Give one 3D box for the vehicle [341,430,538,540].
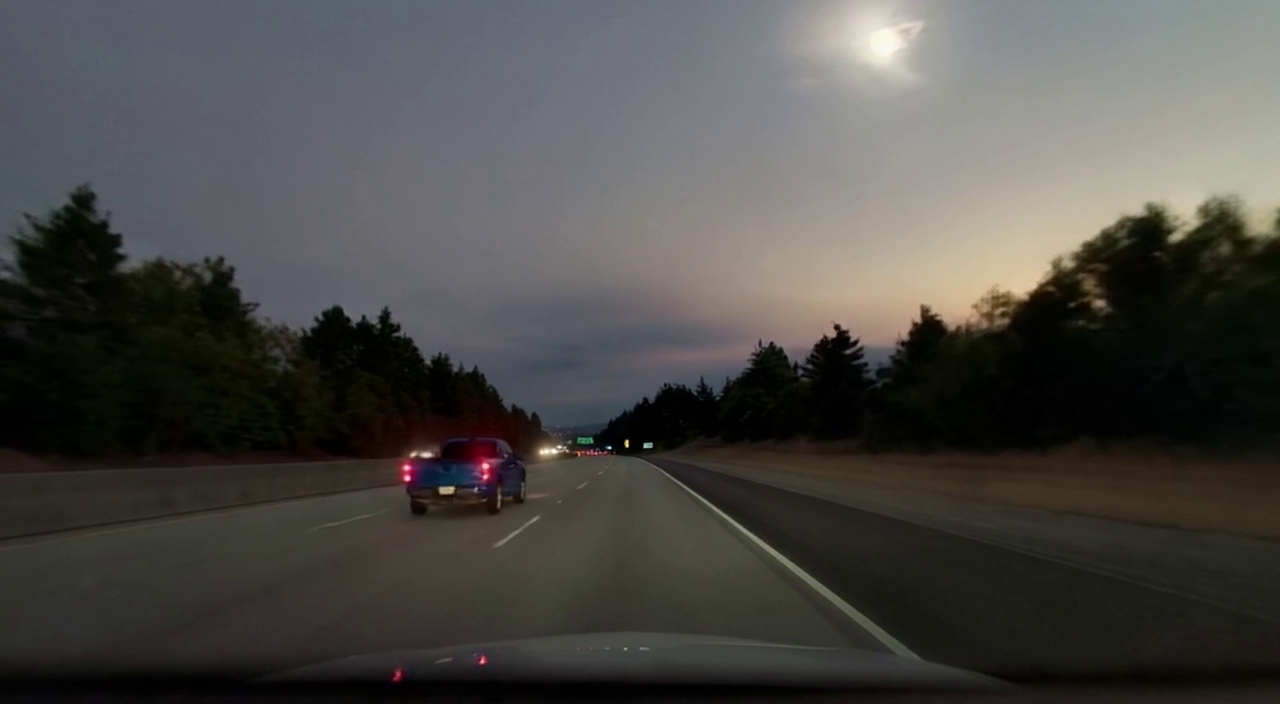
[{"bbox_3d":[-3.493,2.436,12.190,2.279,1.683,4.726,0,-9,-1],"label":"vehicle"}]
